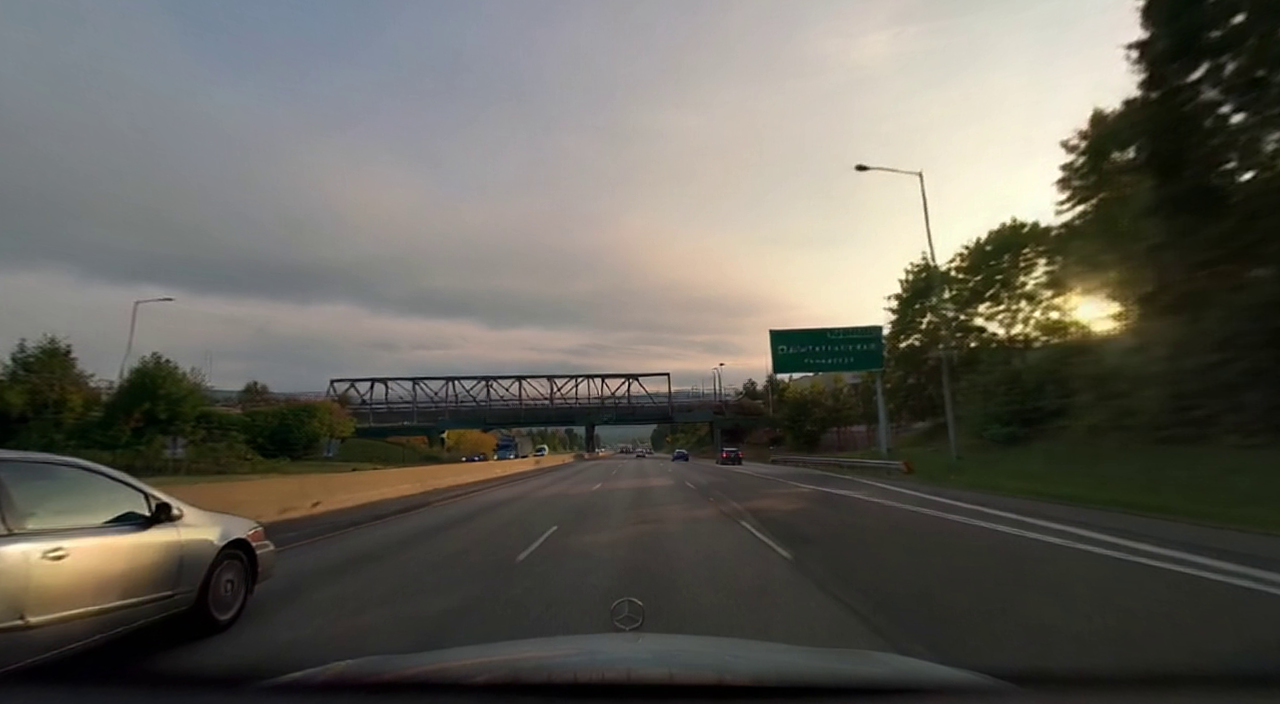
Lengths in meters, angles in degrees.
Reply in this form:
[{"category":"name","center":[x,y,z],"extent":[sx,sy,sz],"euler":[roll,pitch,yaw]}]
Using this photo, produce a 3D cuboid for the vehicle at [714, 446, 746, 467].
[{"category":"vehicle","center":[6.881,7.986,48.498],"extent":[1.923,1.516,3.815],"euler":[0,-9,0]}]
